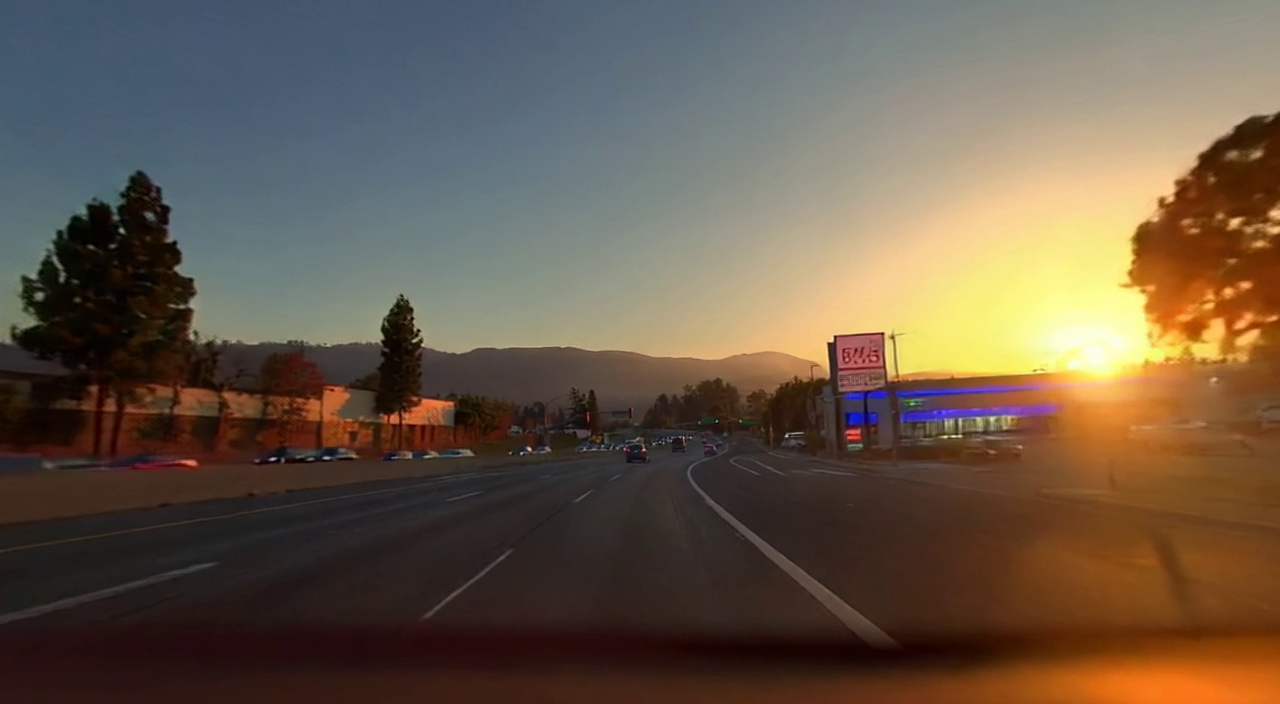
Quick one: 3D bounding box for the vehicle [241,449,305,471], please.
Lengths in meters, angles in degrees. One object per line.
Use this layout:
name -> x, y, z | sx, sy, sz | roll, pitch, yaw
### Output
vehicle -> -26.519, 7.802, 45.807 | 1.854, 1.526, 4.216 | -1, -9, 6

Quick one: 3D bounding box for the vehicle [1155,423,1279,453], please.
vehicle -> 30.476, 4.609, 33.377 | 4.650, 1.484, 1.920 | -5, -10, 26

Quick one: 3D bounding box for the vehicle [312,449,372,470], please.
vehicle -> -22.460, 8.097, 47.812 | 1.902, 1.462, 4.579 | -1, -9, 7

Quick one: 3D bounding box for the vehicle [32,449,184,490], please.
vehicle -> -21.256, 4.686, 25.569 | 1.897, 1.444, 4.685 | -1, -9, 3

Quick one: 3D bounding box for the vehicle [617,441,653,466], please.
vehicle -> -0.299, 7.494, 46.764 | 2.139, 1.782, 4.079 | -1, -9, 7

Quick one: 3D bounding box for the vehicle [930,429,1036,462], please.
vehicle -> 18.084, 4.959, 33.570 | 4.577, 1.460, 1.937 | -6, -9, 20
